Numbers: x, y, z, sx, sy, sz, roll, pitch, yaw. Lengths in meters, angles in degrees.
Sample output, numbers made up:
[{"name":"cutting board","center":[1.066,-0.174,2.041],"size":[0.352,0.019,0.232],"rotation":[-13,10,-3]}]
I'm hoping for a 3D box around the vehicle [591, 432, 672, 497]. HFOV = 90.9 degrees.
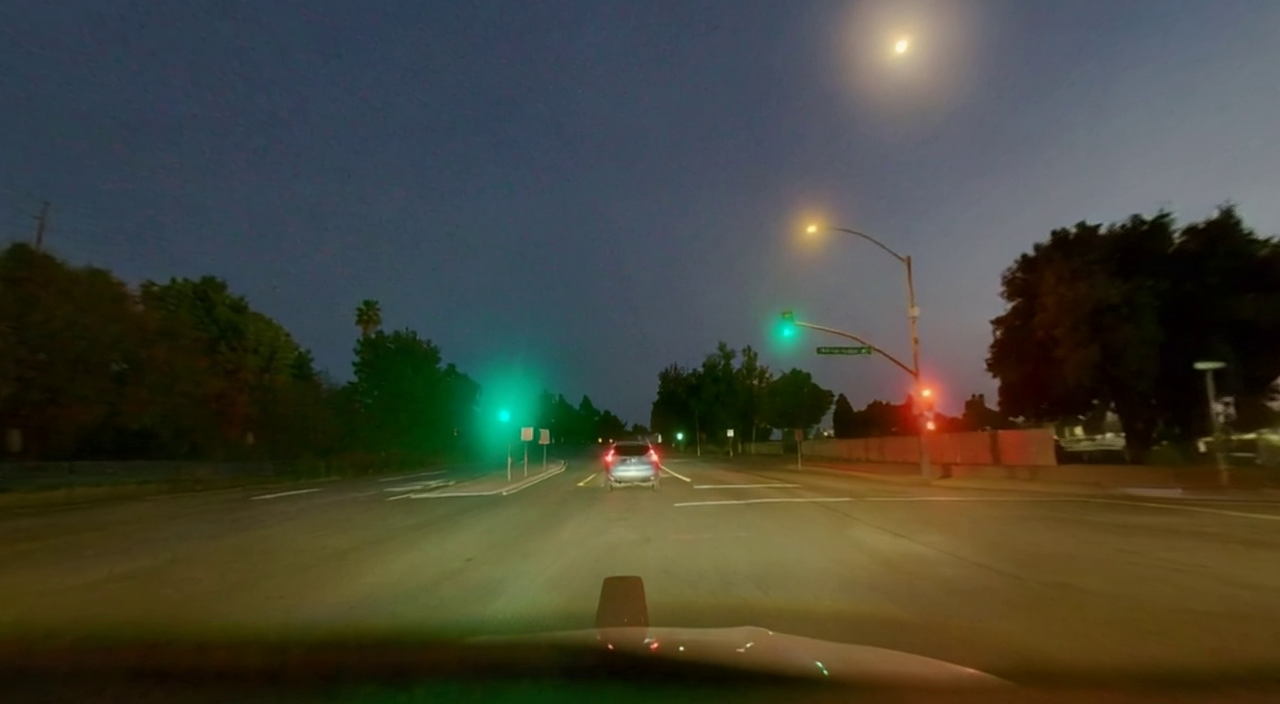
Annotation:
[{"name":"vehicle","center":[-0.254,3.371,19.293],"size":[2.192,1.734,4.176],"rotation":[0,-9,0]}]
